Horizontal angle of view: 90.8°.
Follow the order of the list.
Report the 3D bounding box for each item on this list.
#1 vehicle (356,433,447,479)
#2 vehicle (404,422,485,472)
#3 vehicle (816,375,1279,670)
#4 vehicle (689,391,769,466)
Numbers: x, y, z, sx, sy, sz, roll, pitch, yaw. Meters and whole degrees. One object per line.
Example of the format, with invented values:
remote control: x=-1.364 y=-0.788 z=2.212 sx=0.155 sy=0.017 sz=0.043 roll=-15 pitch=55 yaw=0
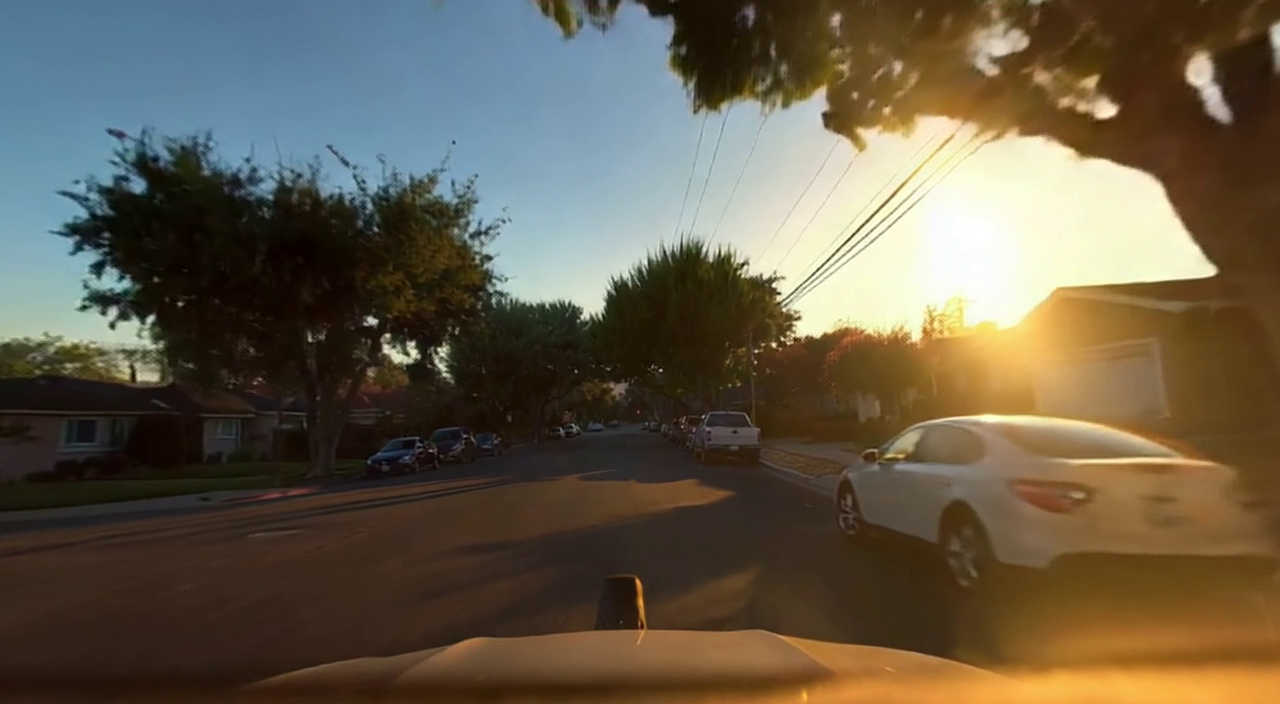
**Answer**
vehicle: x=-8.423 y=3.704 z=22.707 sx=1.821 sy=1.476 sz=4.060 roll=0 pitch=-8 yaw=-3
vehicle: x=-8.594 y=4.181 z=28.214 sx=2.163 sy=1.841 sz=4.679 roll=-6 pitch=-7 yaw=-2
vehicle: x=3.562 y=1.338 z=6.173 sx=2.079 sy=1.681 sz=4.933 roll=0 pitch=-8 yaw=-2
vehicle: x=3.056 y=2.785 z=22.588 sx=2.233 sy=2.453 sz=3.787 roll=0 pitch=-8 yaw=-1
